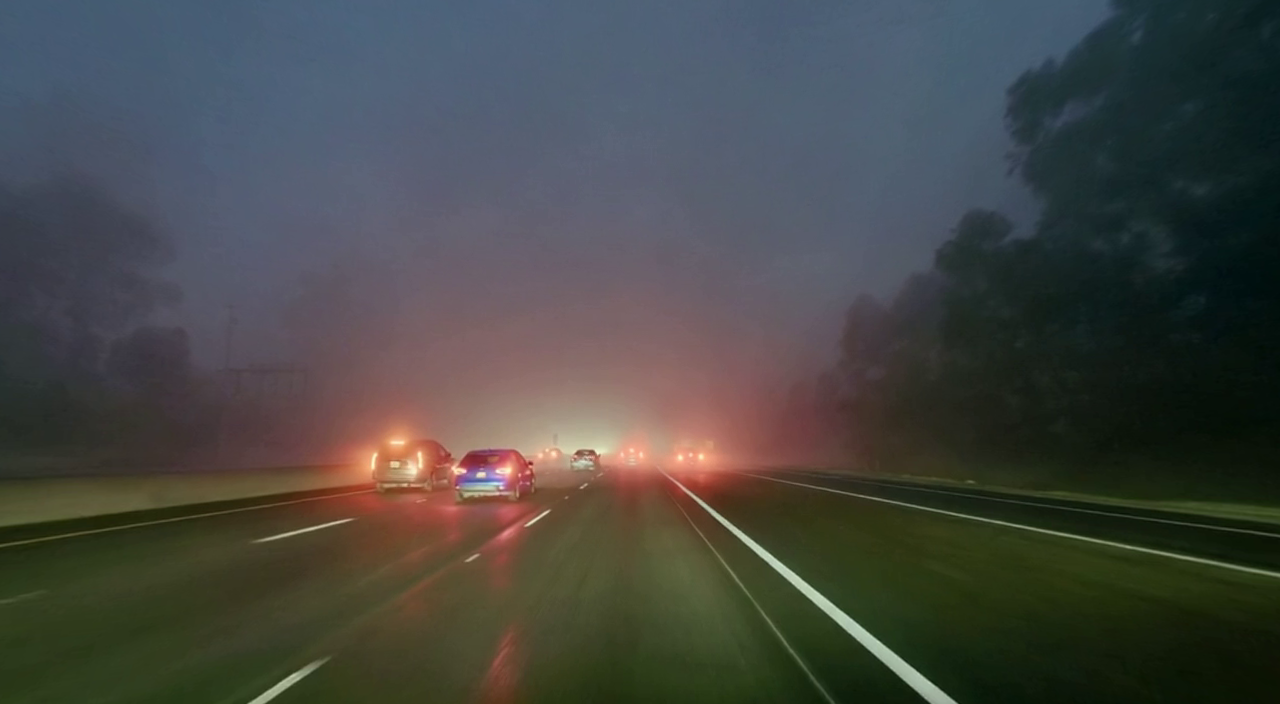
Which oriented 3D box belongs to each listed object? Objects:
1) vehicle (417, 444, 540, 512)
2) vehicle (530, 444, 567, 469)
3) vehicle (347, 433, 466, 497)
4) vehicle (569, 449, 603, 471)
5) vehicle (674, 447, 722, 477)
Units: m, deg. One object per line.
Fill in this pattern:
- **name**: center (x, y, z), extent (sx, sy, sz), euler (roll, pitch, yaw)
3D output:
- **vehicle**: center (-3.975, 3.158, 16.345), extent (1.988, 1.506, 4.416), euler (0, -9, 0)
- **vehicle**: center (-6.972, 8.023, 48.424), extent (2.111, 1.811, 4.391), euler (0, -9, 1)
- **vehicle**: center (-7.495, 3.662, 20.803), extent (2.142, 1.849, 4.566), euler (0, -9, 0)
- **vehicle**: center (-3.862, 7.755, 45.400), extent (2.071, 1.478, 4.130), euler (0, -9, 0)
- **vehicle**: center (3.049, 5.909, 34.085), extent (2.141, 1.507, 4.510), euler (0, -9, -1)
